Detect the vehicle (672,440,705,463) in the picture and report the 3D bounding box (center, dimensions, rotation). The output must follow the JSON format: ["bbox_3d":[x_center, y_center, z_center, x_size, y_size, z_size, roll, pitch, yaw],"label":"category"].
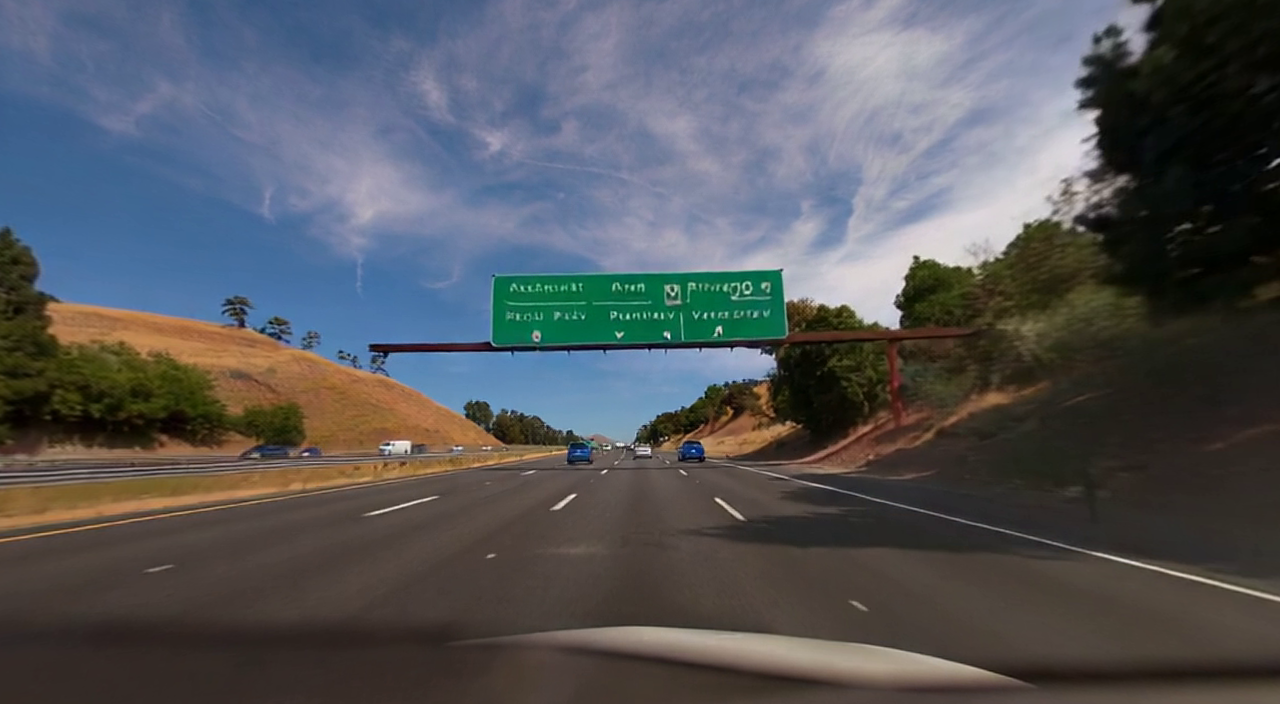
[{"bbox_3d":[3.664,7.629,48.624,2.168,1.681,4.279,0,-8,0],"label":"vehicle"}]

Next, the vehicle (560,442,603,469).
[{"bbox_3d":[-3.492,6.271,38.475,2.159,1.562,4.441,0,-8,1],"label":"vehicle"}]
